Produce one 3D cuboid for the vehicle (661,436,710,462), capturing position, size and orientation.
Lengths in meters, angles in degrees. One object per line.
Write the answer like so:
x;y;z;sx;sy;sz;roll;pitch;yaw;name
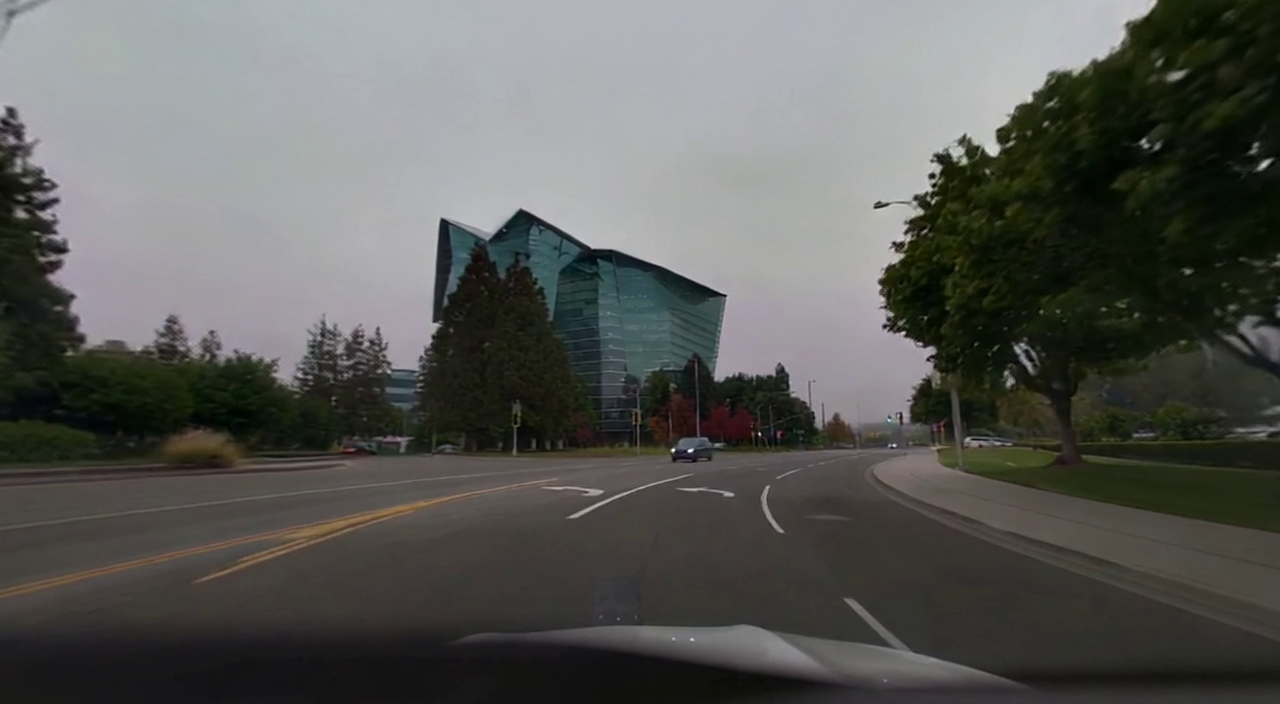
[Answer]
3.220;6.668;43.682;2.117;1.683;4.565;-3;-9;21;vehicle
